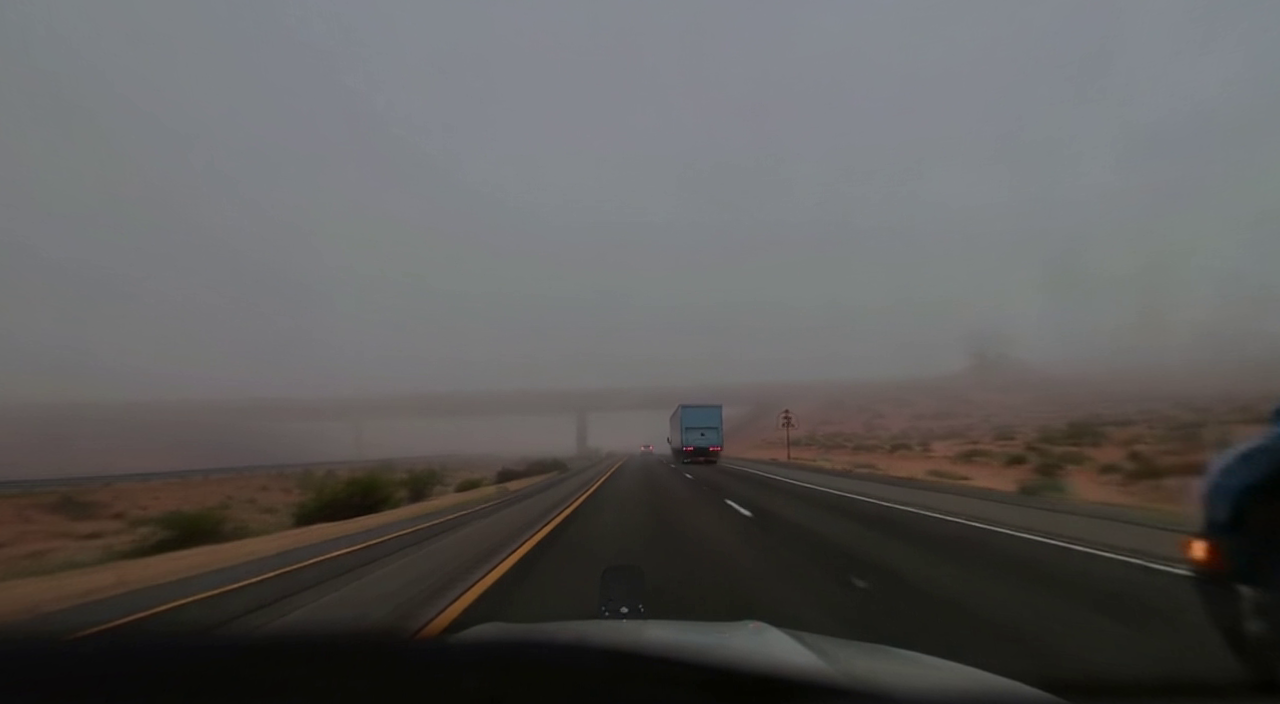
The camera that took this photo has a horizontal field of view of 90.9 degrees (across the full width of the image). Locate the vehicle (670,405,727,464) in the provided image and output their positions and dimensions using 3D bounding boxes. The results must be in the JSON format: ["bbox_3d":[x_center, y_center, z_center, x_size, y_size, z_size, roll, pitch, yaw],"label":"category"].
[{"bbox_3d":[4.047,6.129,46.263,3.024,3.834,10.128,0,-8,-1],"label":"vehicle"}]
